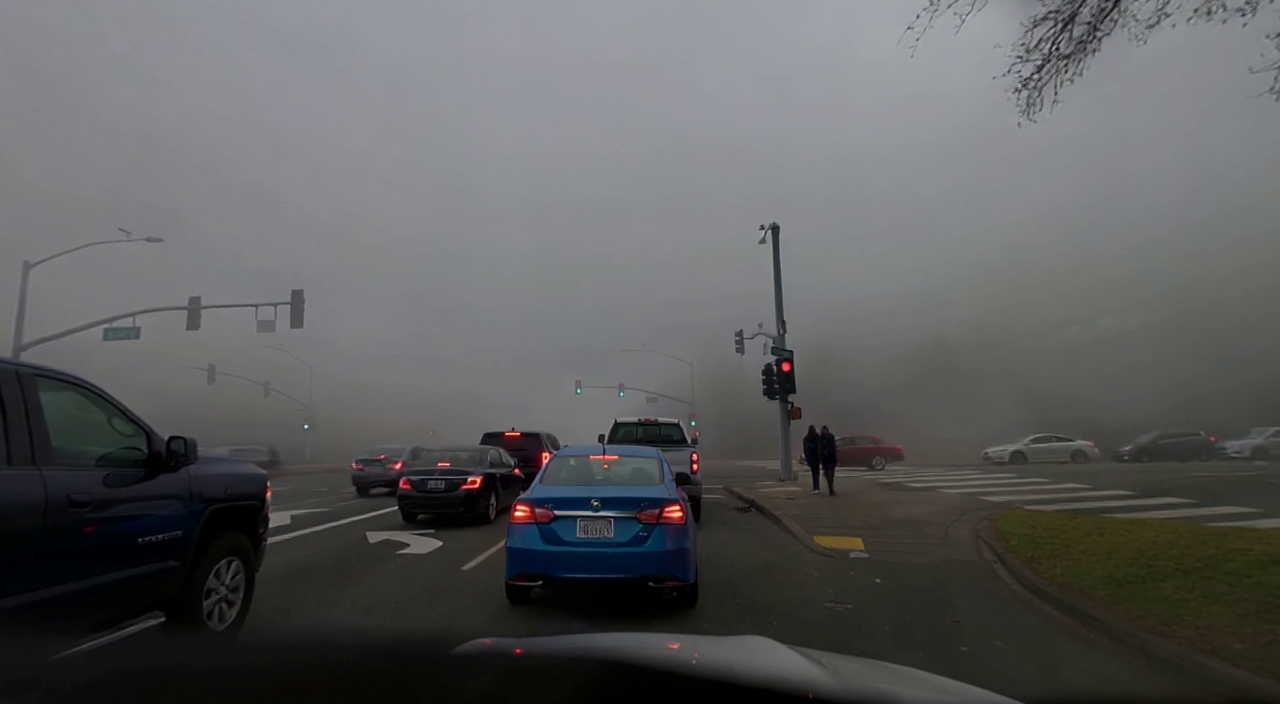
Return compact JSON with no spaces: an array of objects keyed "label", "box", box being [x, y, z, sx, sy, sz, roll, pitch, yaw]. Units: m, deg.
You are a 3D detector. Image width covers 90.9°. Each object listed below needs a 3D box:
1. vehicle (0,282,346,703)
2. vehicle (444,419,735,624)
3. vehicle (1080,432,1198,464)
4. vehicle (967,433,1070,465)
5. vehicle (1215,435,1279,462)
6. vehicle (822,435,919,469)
[{"label":"vehicle","box":[-3.688,0.750,2.836,2.202,1.961,4.980,0,-9,1]},{"label":"vehicle","box":[-0.370,1.591,6.950,2.144,1.497,4.446,0,-9,0]},{"label":"vehicle","box":[28.958,5.575,36.707,4.967,1.794,2.044,0,-9,2]},{"label":"vehicle","box":[21.950,5.654,36.703,4.529,1.786,2.110,0,-9,2]},{"label":"vehicle","box":[36.263,5.518,36.134,4.643,1.464,1.840,0,-9,2]},{"label":"vehicle","box":[12.202,5.341,33.619,4.394,1.724,1.886,0,-9,1]}]
